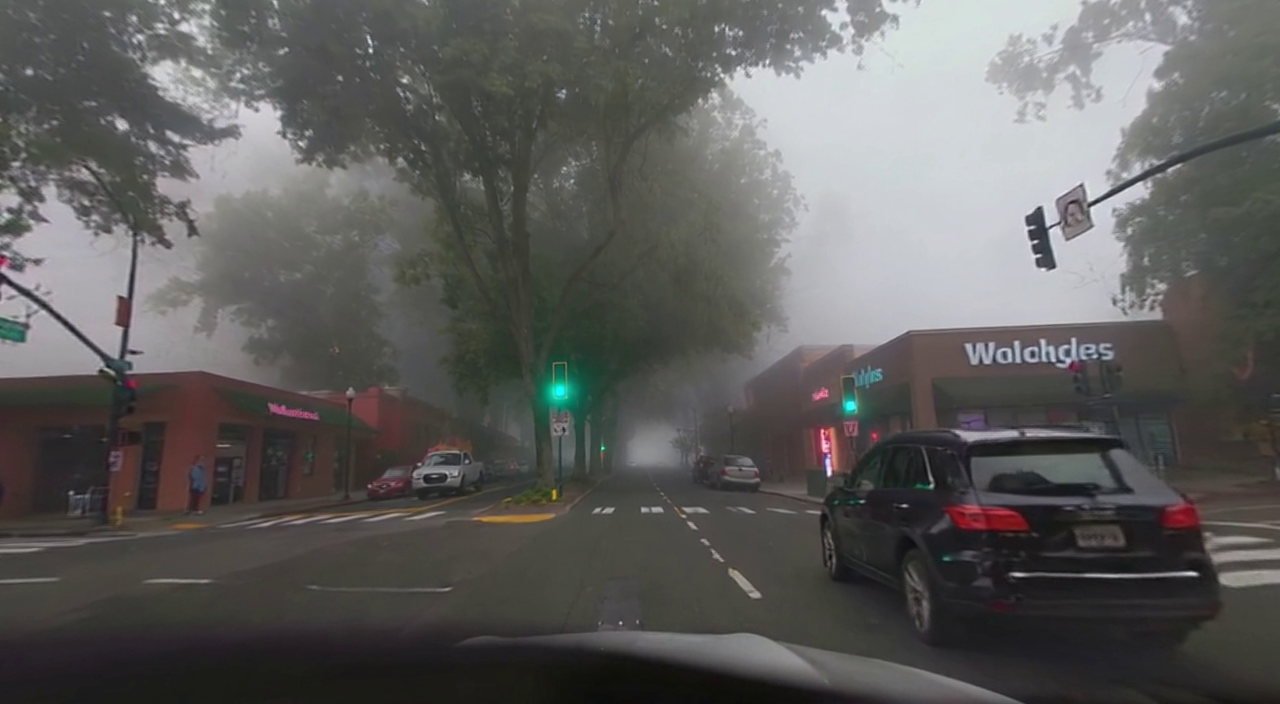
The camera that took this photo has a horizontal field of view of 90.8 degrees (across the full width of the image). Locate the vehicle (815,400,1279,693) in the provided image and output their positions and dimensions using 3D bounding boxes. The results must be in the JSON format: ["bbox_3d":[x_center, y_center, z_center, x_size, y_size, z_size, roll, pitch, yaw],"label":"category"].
[{"bbox_3d":[2.739,1.318,5.083,1.822,1.654,2.794,0,-8,0],"label":"vehicle"}]

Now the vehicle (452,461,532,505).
[{"bbox_3d":[-5.729,5.122,25.020,1.983,1.438,4.559,0,-8,1],"label":"vehicle"}]

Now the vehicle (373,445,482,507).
[{"bbox_3d":[-8.753,5.107,26.769,2.489,2.323,5.843,0,-8,1],"label":"vehicle"}]

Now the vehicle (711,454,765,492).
[{"bbox_3d":[5.200,6.479,34.143,2.010,1.844,4.386,0,-8,-2],"label":"vehicle"}]
